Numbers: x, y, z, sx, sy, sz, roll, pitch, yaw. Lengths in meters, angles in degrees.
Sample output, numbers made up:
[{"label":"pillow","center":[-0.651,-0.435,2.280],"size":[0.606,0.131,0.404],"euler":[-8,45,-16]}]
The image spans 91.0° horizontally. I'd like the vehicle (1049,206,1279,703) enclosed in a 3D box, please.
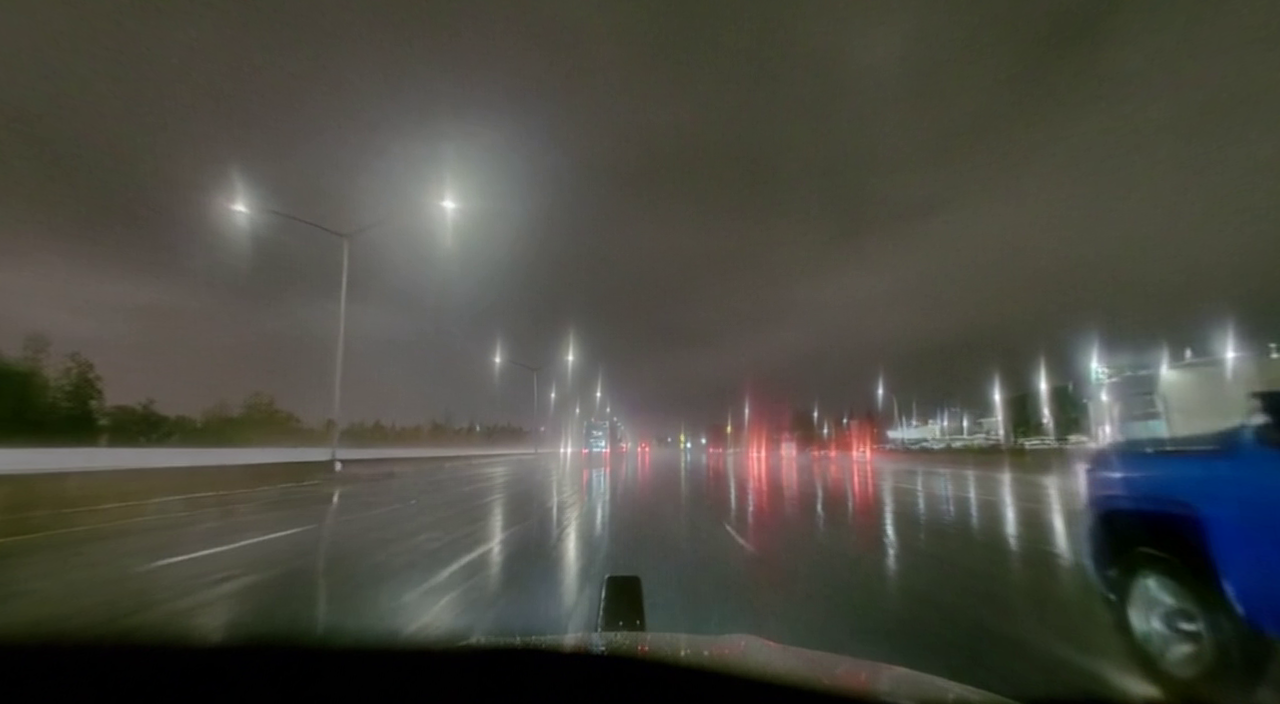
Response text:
[{"label":"vehicle","center":[3.541,0.260,0.345],"size":[2.593,2.110,6.016],"euler":[0,-9,0]}]
